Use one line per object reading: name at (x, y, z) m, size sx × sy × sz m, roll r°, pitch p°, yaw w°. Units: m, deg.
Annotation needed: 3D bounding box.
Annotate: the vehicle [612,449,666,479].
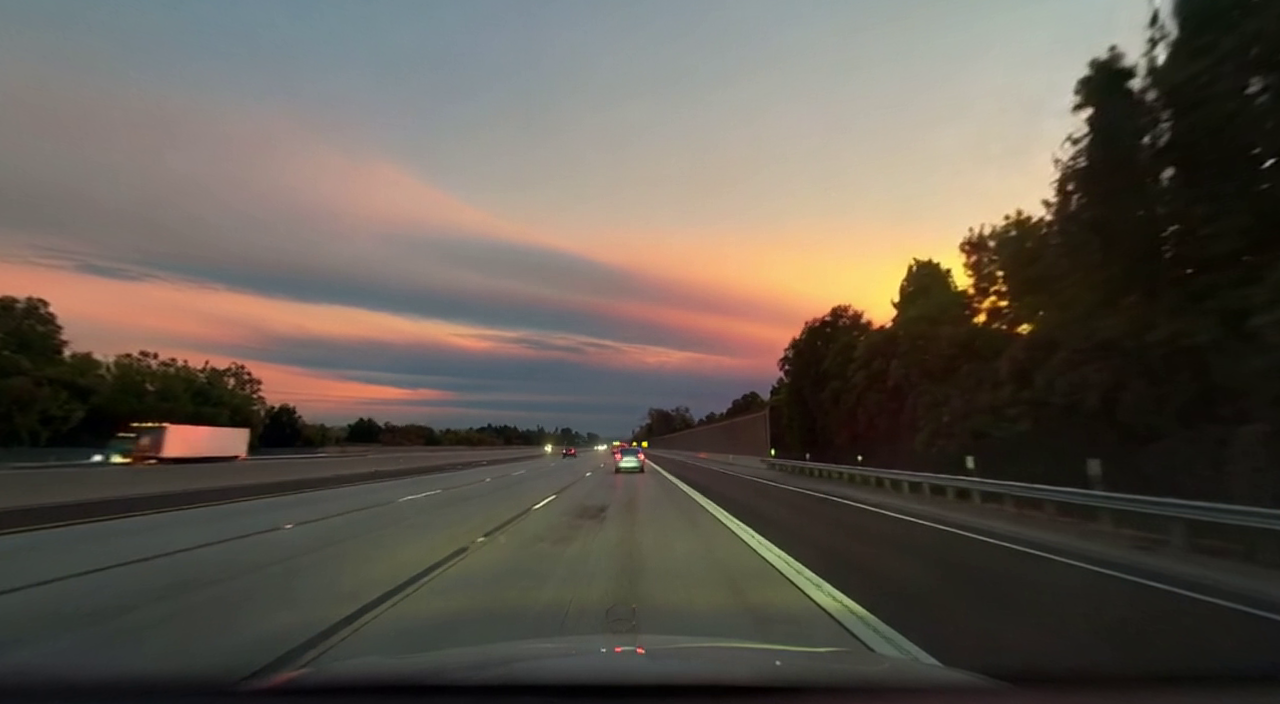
vehicle at (-0.154, 5.500, 31.184) m, size 2.398 × 1.336 × 5.698 m, roll 0°, pitch -9°, yaw -2°
